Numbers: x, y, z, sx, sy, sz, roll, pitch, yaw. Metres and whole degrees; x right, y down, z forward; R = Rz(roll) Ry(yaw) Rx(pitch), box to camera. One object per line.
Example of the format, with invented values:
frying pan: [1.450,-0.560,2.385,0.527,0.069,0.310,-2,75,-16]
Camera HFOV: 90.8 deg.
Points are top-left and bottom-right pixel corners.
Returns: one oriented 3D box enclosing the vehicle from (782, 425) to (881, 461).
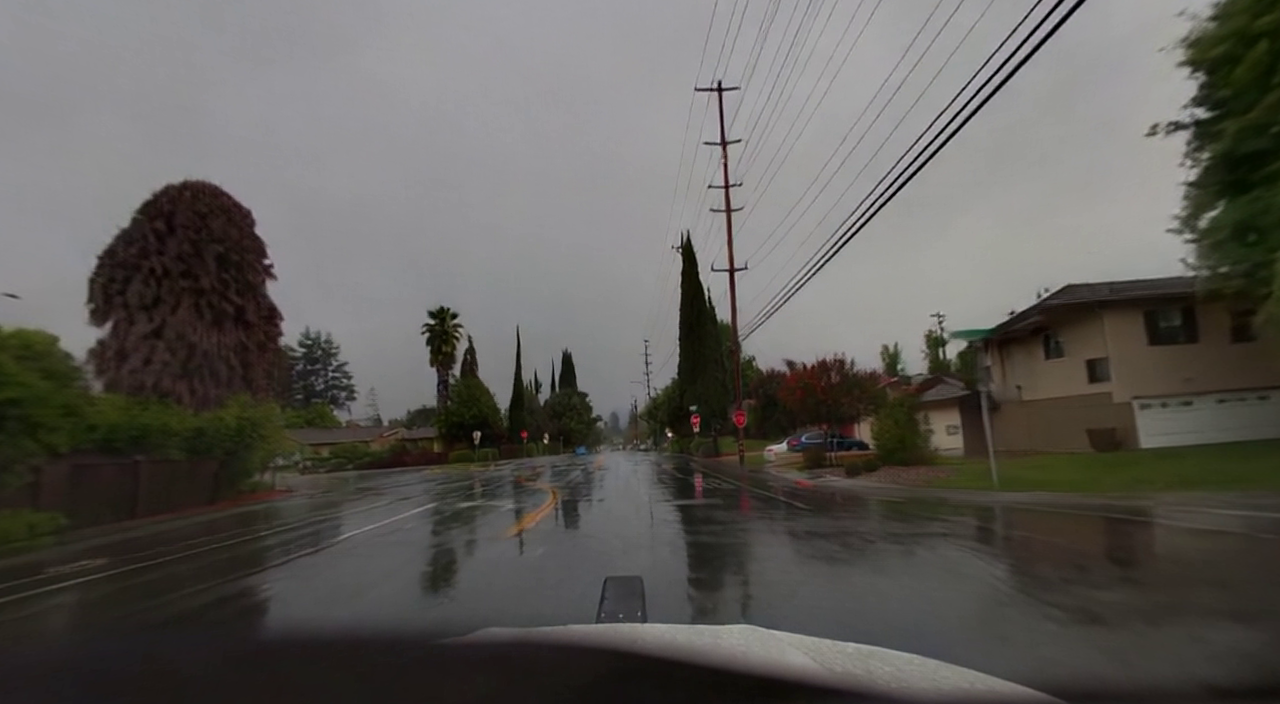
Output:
vehicle: [10.140,4.875,33.779,4.544,1.807,2.204,-1,-9,2]
